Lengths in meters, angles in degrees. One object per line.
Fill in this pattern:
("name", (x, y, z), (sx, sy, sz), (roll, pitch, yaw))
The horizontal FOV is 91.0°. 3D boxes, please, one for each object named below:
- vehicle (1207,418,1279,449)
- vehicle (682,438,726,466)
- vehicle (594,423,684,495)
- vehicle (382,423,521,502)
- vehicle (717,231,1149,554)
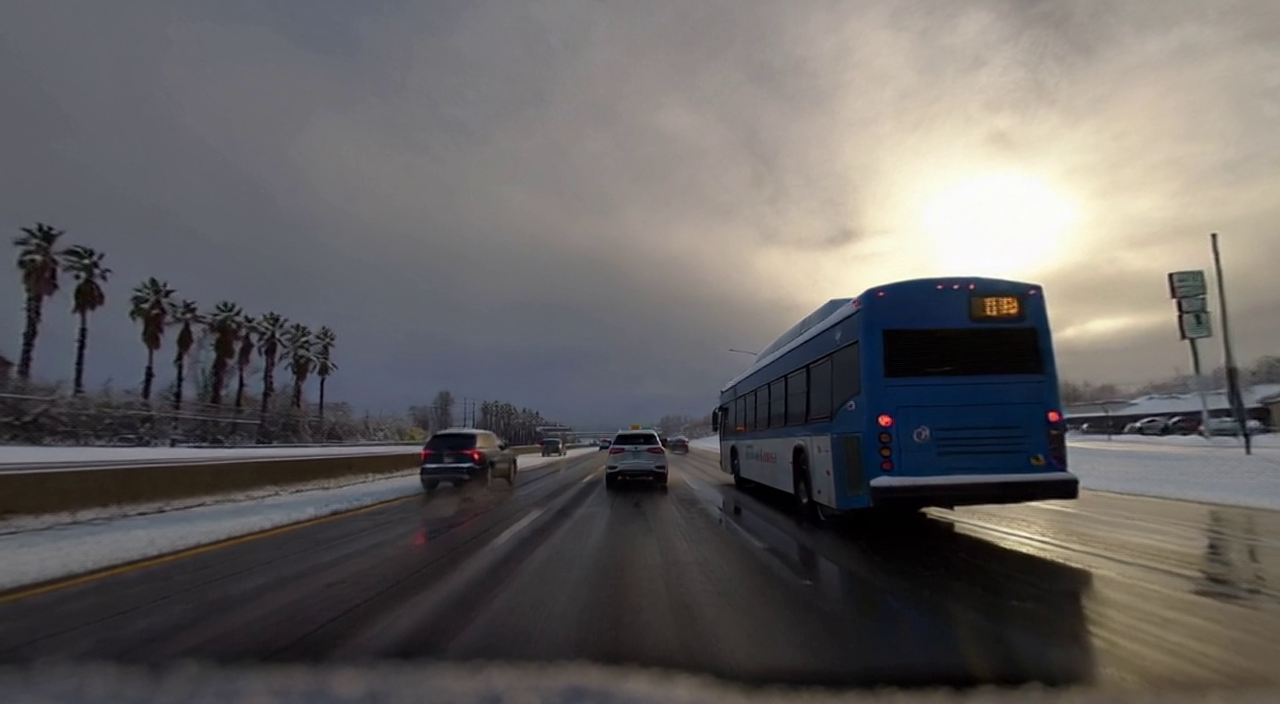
("vehicle", (32.134, 4.274, 32.726), (1.795, 1.481, 3.986), (-1, -9, 4))
("vehicle", (3.774, 5.992, 37.830), (2.039, 1.516, 4.521), (0, -9, -2))
("vehicle", (0.014, 3.036, 18.103), (2.268, 1.796, 4.280), (0, -9, 1))
("vehicle", (-4.704, 2.847, 16.583), (2.100, 1.765, 4.743), (0, -9, 1))
("vehicle", (4.043, 1.461, 14.119), (3.020, 3.622, 14.302), (0, -9, 1))
